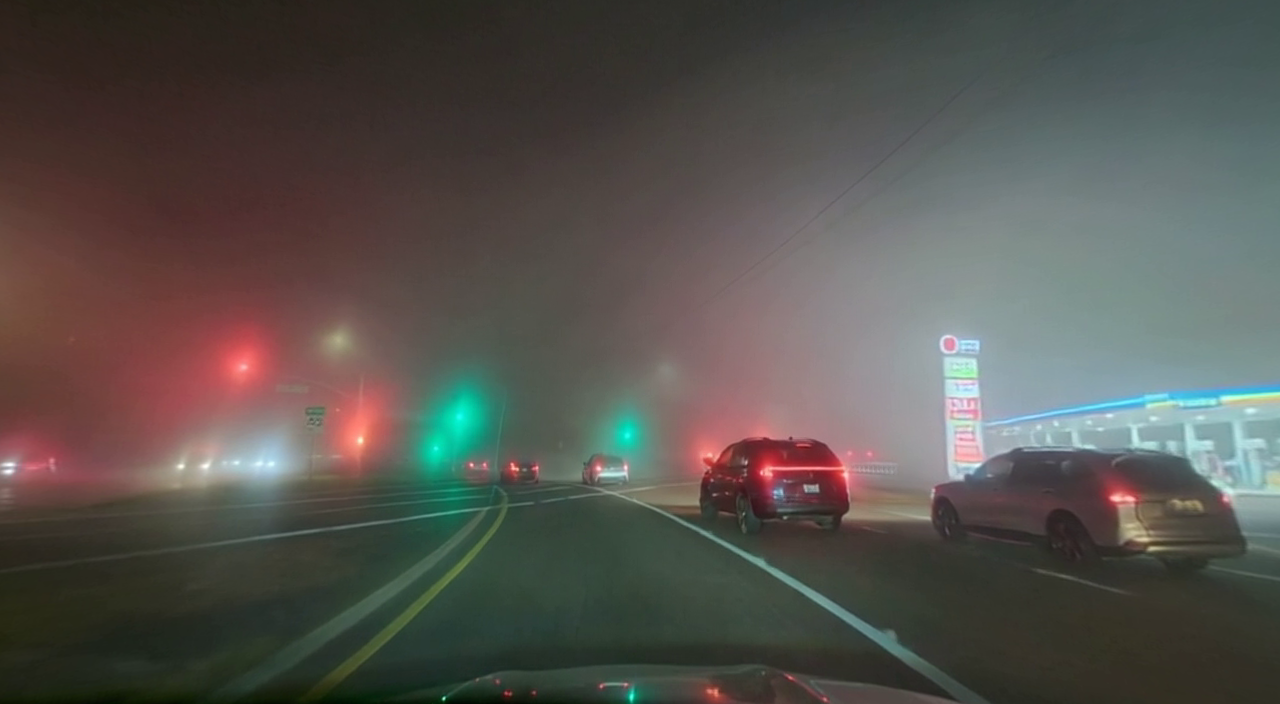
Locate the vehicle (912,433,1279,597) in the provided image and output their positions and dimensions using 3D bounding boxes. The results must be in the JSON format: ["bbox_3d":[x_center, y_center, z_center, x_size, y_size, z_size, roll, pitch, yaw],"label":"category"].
[{"bbox_3d":[5.722,2.000,8.578,1.881,1.604,4.289,2,-9,-4],"label":"vehicle"}]

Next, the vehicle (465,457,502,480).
[{"bbox_3d":[-12.221,9.020,49.046,2.193,1.609,3.874,5,-10,-20],"label":"vehicle"}]

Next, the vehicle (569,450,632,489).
[{"bbox_3d":[-1.939,5.441,29.498,2.012,1.612,4.114,4,-9,-16],"label":"vehicle"}]

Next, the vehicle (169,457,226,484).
[{"bbox_3d":[-28.593,7.646,40.850,1.821,1.521,3.874,5,-10,-18],"label":"vehicle"}]

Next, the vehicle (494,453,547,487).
[{"bbox_3d":[-6.152,5.946,32.082,2.107,1.527,4.174,5,-10,-17],"label":"vehicle"}]

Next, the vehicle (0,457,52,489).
[{"bbox_3d":[-33.412,6.307,33.142,1.788,1.479,4.506,5,-10,-19],"label":"vehicle"}]

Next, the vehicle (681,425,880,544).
[{"bbox_3d":[2.362,2.428,12.145,2.184,1.777,4.712,3,-9,-8],"label":"vehicle"}]
